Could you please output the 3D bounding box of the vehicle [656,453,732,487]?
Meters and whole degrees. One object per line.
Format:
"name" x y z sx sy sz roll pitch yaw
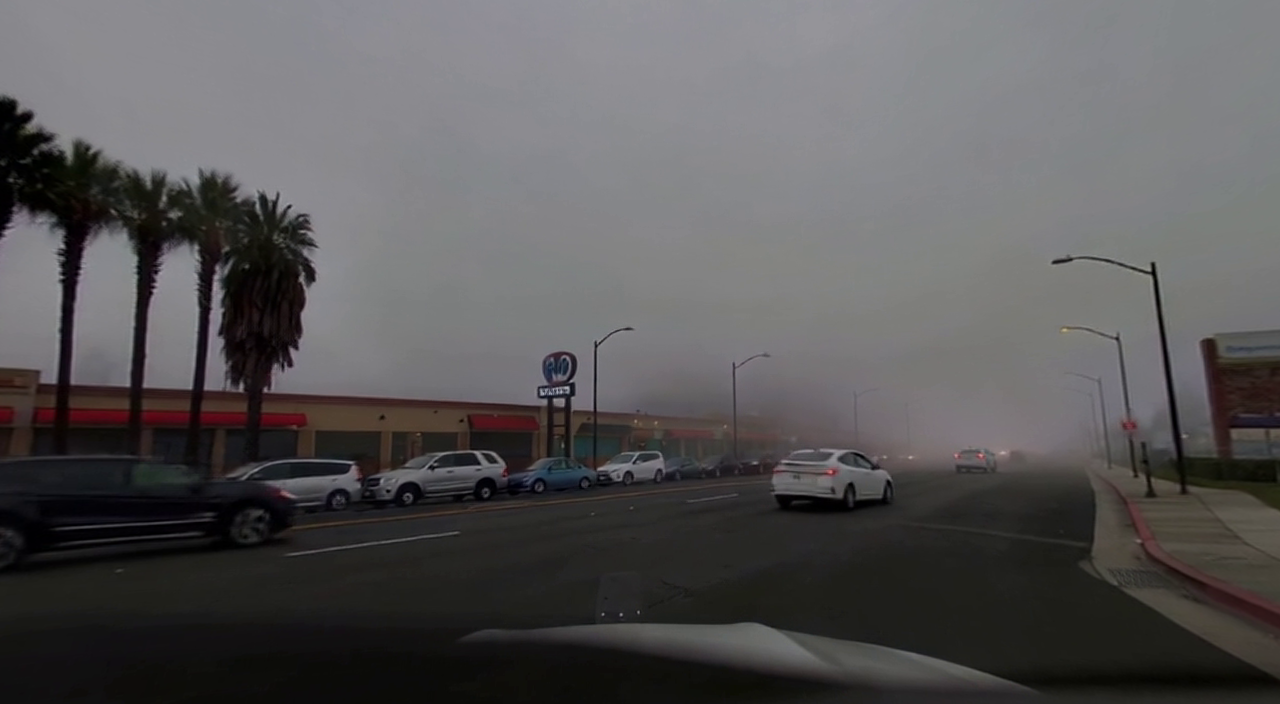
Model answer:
"vehicle" 2.727 5.720 30.788 1.776 1.448 4.137 -6 -11 36

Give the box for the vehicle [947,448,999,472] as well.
"vehicle" 22.756 7.319 42.909 2.232 1.513 5.090 -6 -11 37

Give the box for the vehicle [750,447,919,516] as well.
"vehicle" 5.105 3.177 16.120 2.139 1.461 4.918 -8 -12 43

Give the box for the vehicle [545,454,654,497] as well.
"vehicle" -1.502 4.828 24.928 1.837 1.468 4.389 -6 -11 37

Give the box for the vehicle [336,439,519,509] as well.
"vehicle" -6.197 3.721 18.973 1.989 1.792 4.884 -9 -15 35

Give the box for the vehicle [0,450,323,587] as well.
"vehicle" -7.237 2.143 8.798 2.090 1.520 4.452 -7 -11 39
